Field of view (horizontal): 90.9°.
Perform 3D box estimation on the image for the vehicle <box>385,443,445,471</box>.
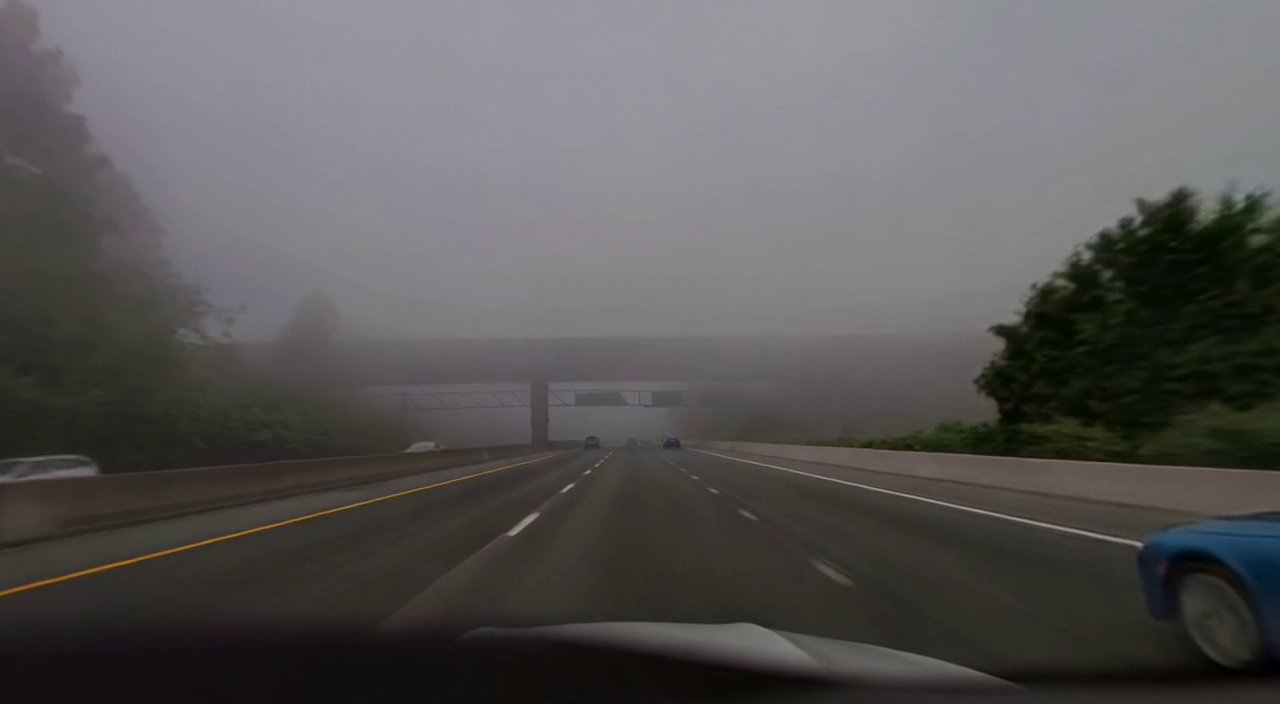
[{"bbox_3d":[-13.071,6.077,36.842,1.885,1.481,4.510,0,-8,-1],"label":"vehicle"}]
